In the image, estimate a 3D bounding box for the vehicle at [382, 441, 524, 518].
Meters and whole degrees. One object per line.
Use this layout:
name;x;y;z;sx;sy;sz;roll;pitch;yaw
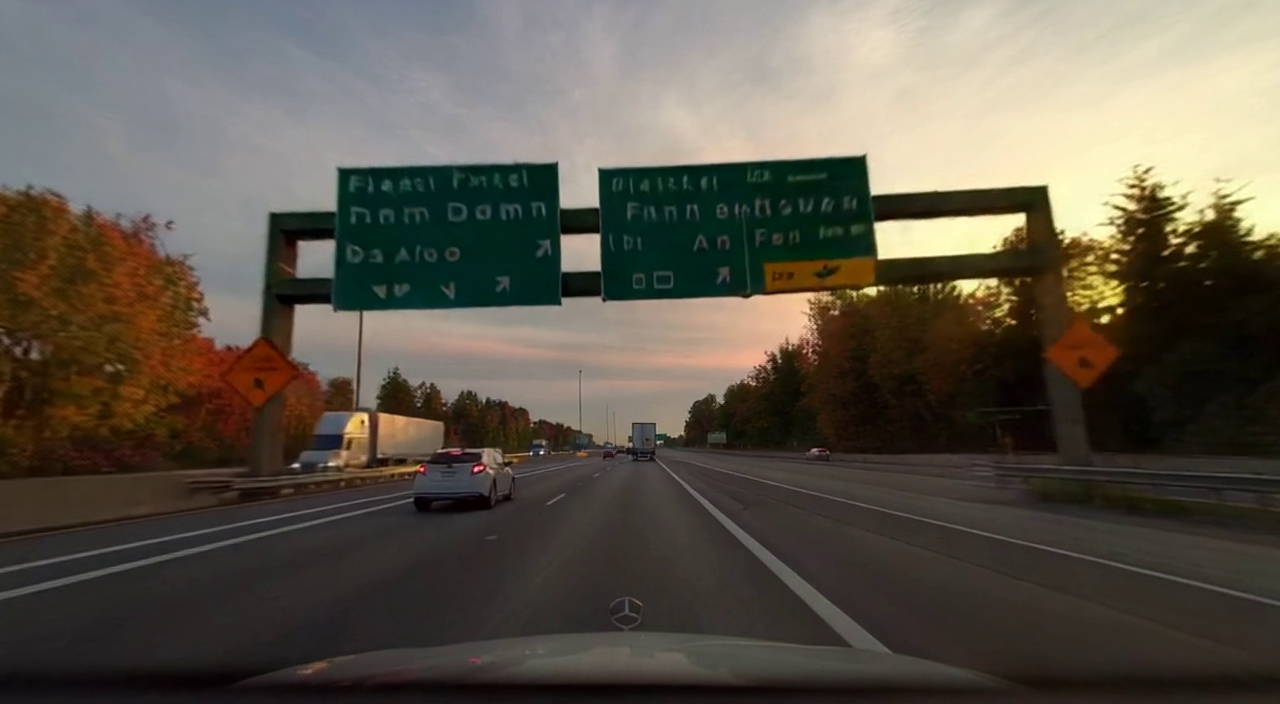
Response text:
vehicle;-4.063;2.822;14.477;1.945;1.488;4.043;0;-9;1

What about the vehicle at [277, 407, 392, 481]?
vehicle;-16.883;5.171;35.408;3.349;3.800;5.837;0;-9;0
